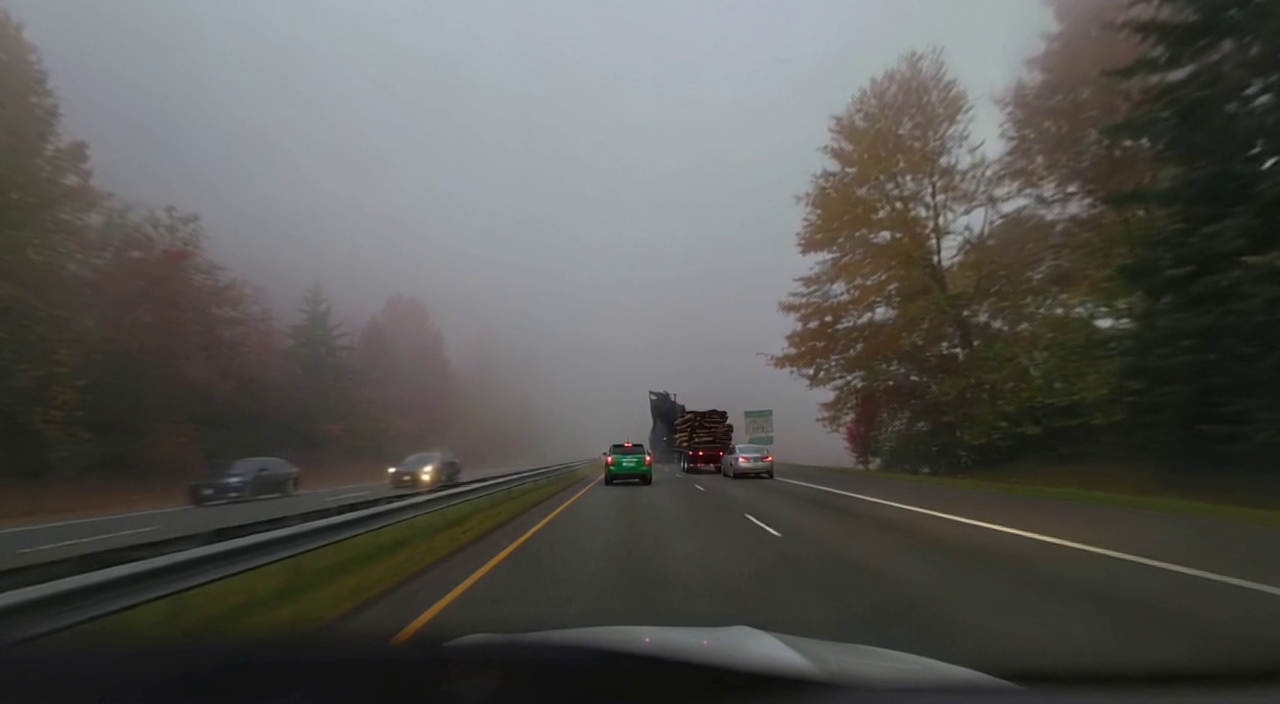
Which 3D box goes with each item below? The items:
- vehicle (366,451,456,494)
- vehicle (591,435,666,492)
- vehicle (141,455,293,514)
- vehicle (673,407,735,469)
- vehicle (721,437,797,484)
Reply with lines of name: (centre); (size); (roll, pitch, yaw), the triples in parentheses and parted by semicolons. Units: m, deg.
vehicle: (-8.925, 4.689, 24.796); (1.999, 1.498, 4.105); (-1, -9, 0)
vehicle: (-0.387, 3.679, 21.042); (2.263, 1.699, 3.936); (0, -9, -1)
vehicle: (-13.516, 4.204, 20.421); (1.965, 1.625, 4.309); (0, -9, -1)
vehicle: (4.263, 6.047, 43.732); (3.125, 3.895, 8.461); (0, -9, -2)
vehicle: (4.646, 4.310, 25.120); (2.057, 1.660, 4.525); (0, -9, -1)
